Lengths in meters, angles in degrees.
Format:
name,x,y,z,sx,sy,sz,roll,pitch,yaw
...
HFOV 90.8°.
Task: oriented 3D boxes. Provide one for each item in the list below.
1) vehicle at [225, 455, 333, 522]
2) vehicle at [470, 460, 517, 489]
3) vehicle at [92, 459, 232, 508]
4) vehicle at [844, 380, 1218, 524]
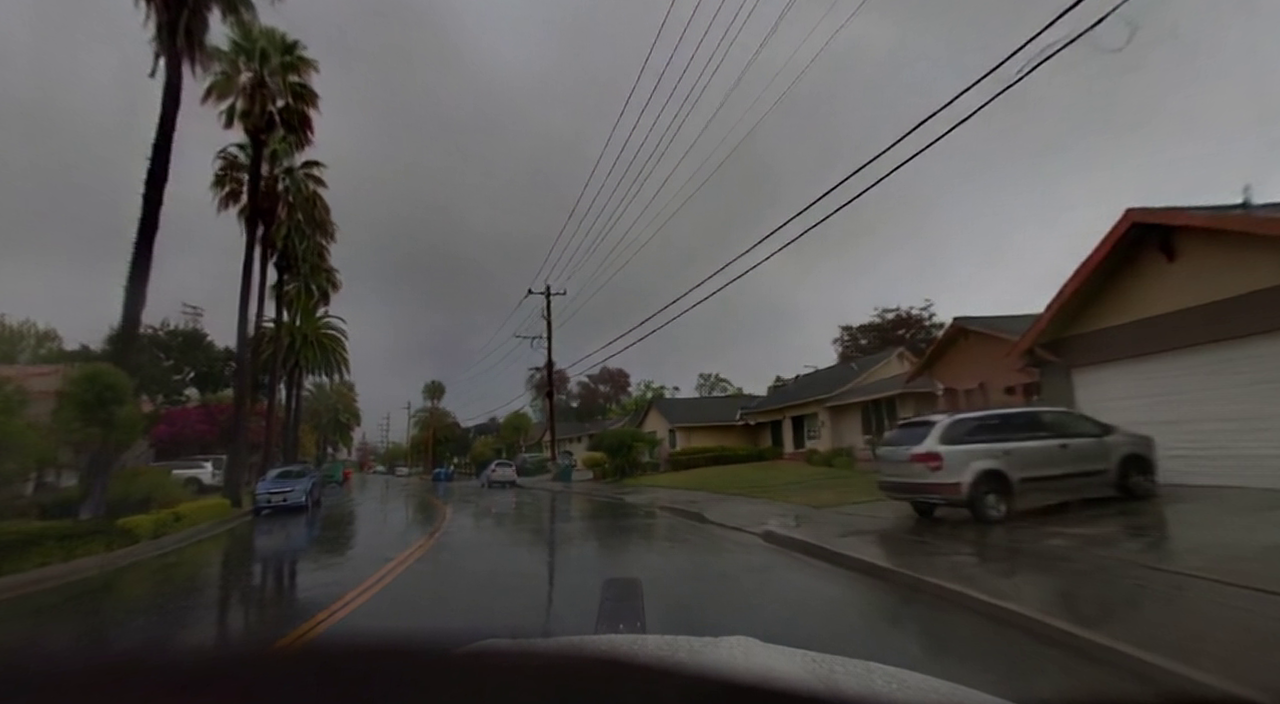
name,x,y,z,sx,sy,sz,roll,pitch,yaw
vehicle,-11.719,4.433,20.911,2.410,1.790,4.699,1,-10,-22
vehicle,-8.531,7.061,36.650,1.870,1.490,3.802,4,-10,-25
vehicle,-19.748,5.429,26.304,4.060,1.843,1.979,2,-9,-16
vehicle,6.526,1.689,10.871,5.102,2.040,2.472,2,-9,-14
